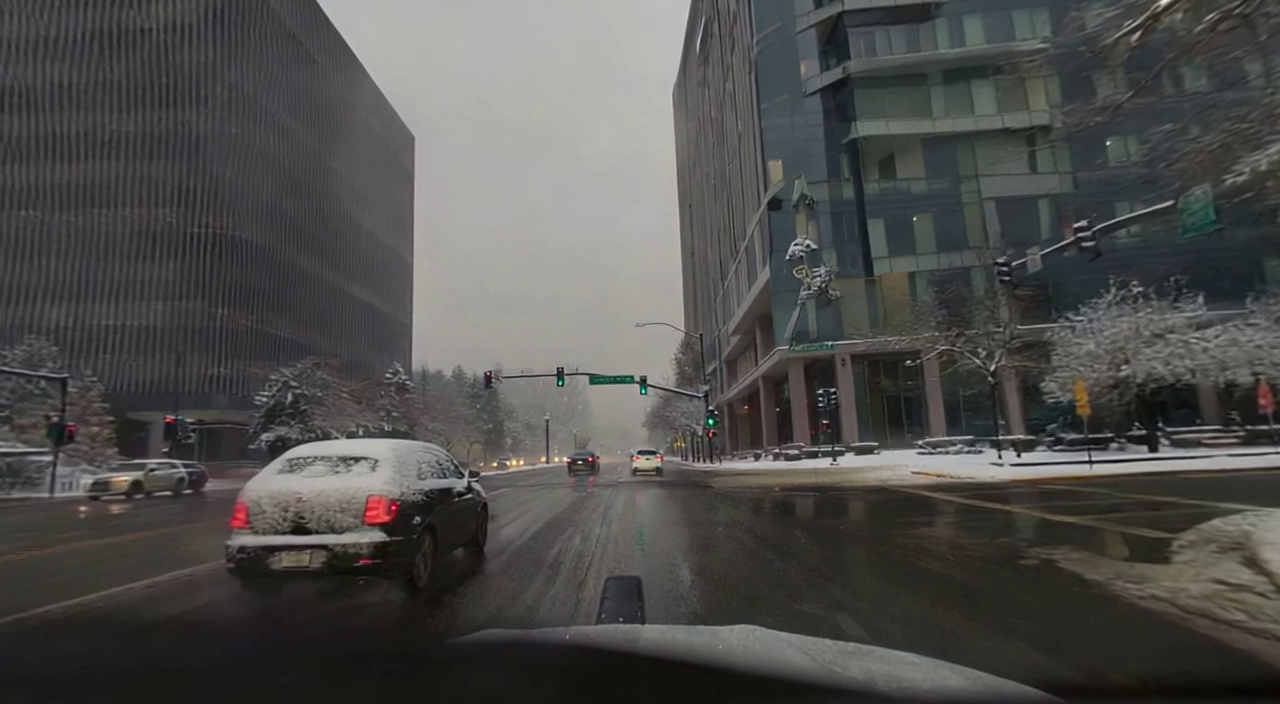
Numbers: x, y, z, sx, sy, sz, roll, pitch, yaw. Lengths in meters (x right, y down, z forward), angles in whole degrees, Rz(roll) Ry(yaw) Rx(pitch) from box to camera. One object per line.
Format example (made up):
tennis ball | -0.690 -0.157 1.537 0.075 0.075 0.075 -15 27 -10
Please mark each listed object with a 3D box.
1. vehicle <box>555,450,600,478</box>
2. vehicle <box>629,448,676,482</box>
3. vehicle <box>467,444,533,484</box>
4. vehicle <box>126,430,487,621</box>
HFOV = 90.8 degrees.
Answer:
vehicle | -3.451 6.331 35.898 2.088 1.430 4.482 0 -8 0
vehicle | 0.548 5.429 30.728 2.102 1.482 4.125 0 -8 0
vehicle | -6.873 5.527 31.652 2.224 1.821 4.711 0 -8 0
vehicle | -3.201 1.704 7.137 1.983 1.545 3.773 0 -8 0
